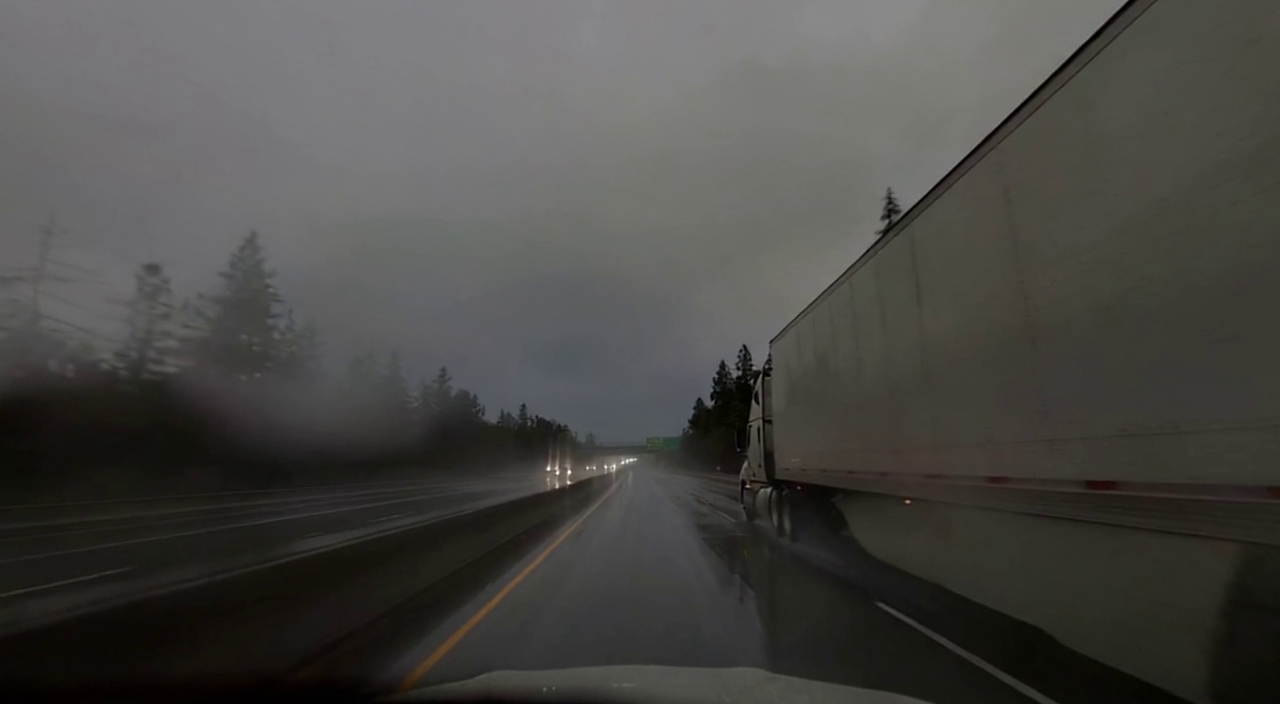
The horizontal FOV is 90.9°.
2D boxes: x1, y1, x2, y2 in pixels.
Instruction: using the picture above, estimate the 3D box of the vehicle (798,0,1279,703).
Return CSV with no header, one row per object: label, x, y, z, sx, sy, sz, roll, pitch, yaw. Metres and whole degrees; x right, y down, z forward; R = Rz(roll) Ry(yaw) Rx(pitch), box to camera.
vehicle,4.657,0.221,4.804,3.204,4.102,13.306,1,-10,-1
